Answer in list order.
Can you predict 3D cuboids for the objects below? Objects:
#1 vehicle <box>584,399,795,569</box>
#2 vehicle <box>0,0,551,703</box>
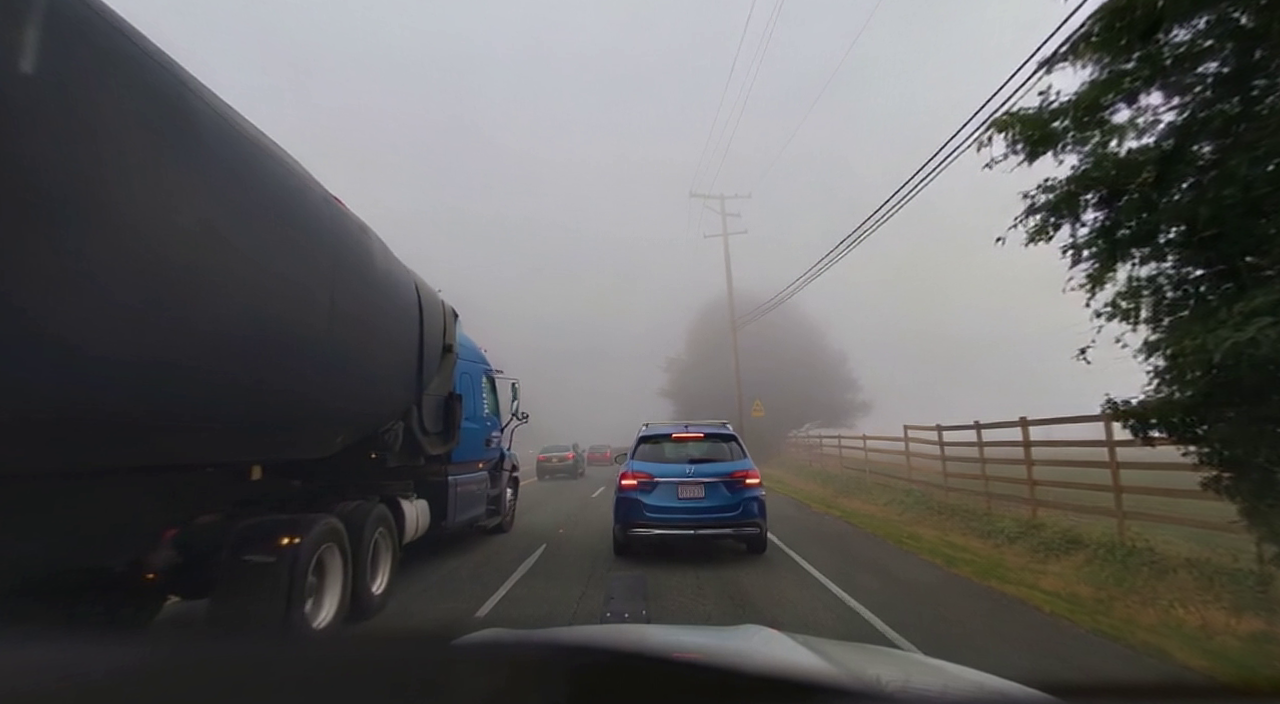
[{"bbox_3d":[0.481,1.674,8.654,2.174,1.749,4.113,0,-9,-1],"label":"vehicle"},{"bbox_3d":[-3.121,0.533,6.473,2.928,3.658,8.980,0,-9,1],"label":"vehicle"}]
